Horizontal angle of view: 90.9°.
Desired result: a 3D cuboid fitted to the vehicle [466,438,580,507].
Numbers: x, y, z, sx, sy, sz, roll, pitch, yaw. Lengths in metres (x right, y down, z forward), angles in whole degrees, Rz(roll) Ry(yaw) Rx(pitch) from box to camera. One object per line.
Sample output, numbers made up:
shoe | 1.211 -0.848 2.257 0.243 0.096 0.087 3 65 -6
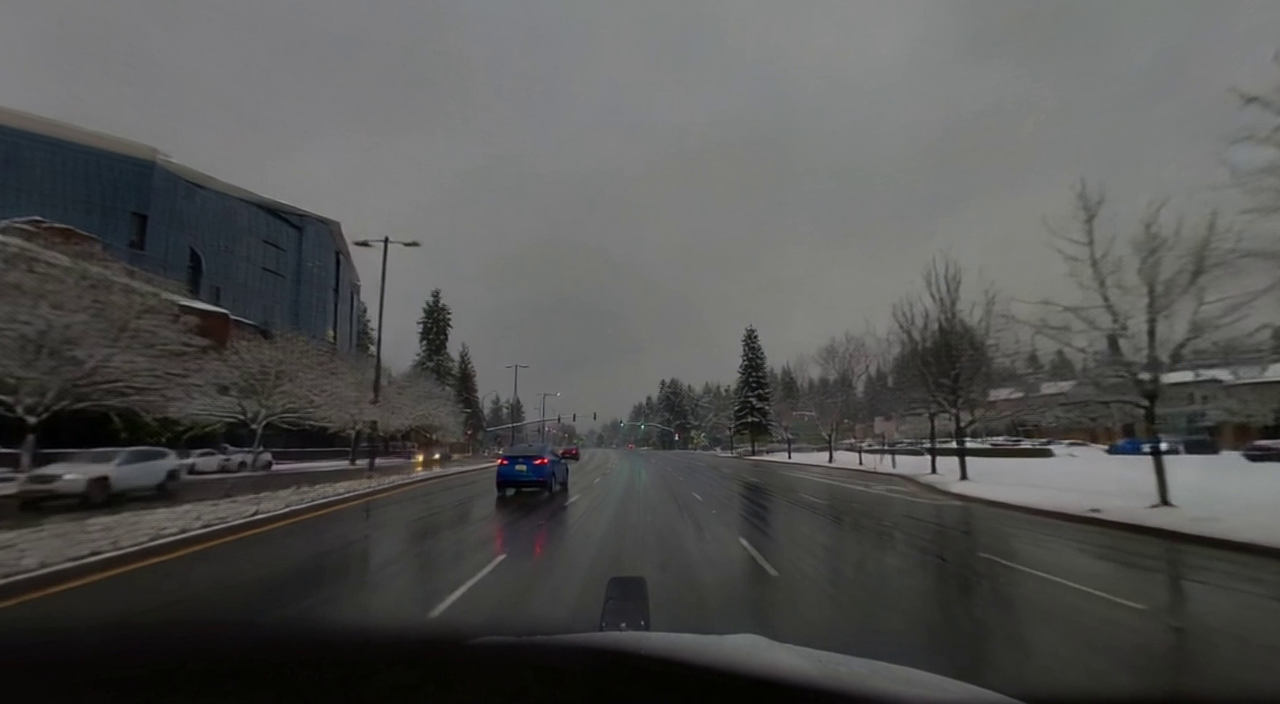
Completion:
vehicle | -2.841 3.037 16.392 2.009 1.489 4.543 -1 -8 1

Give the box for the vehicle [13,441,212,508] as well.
vehicle | -15.789 3.648 19.326 2.055 1.757 4.724 0 -8 -2

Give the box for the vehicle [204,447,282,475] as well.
vehicle | -26.557 7.288 42.392 1.786 1.713 4.992 1 -9 2
